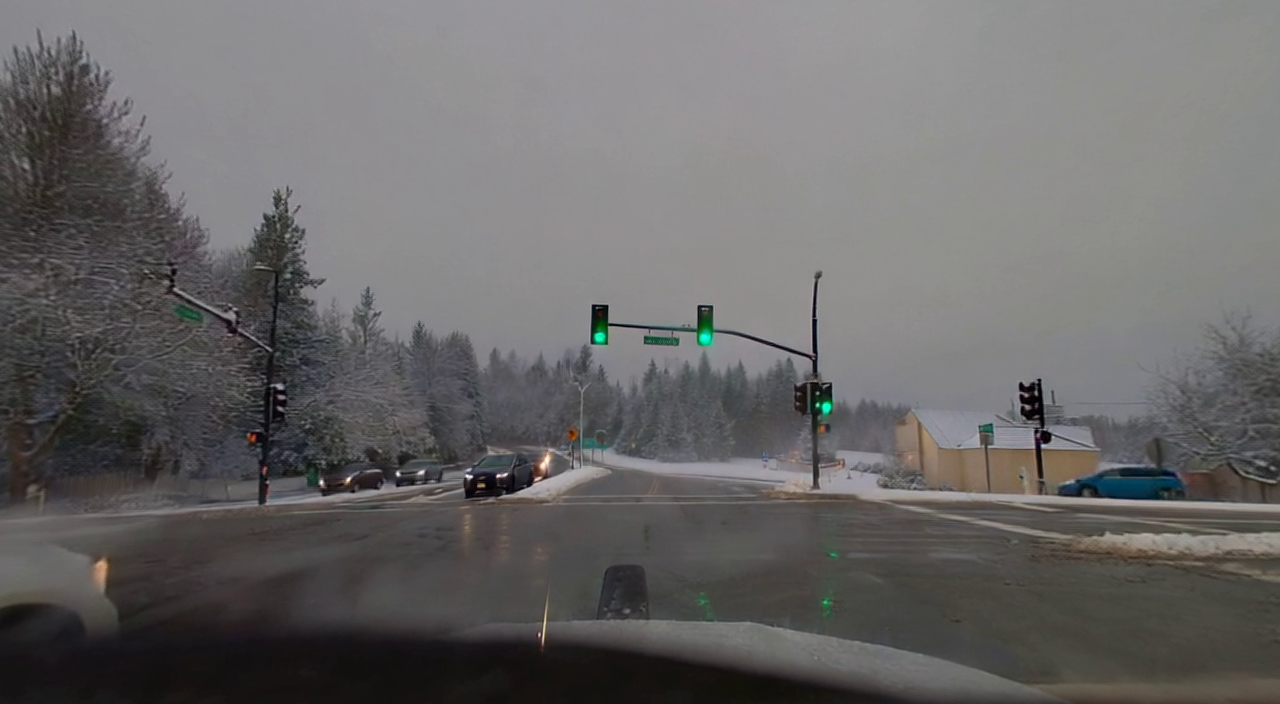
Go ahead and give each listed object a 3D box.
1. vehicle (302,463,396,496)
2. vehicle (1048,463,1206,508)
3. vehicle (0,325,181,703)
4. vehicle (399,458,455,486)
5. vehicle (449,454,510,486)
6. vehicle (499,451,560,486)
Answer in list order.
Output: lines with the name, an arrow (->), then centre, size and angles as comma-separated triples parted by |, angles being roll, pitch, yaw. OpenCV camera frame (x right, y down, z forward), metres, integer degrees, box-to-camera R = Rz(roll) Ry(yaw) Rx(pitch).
vehicle -> -18.340, 8.023, 40.018 | 2.050, 1.755, 5.135 | -5, -10, 28
vehicle -> 19.865, 5.442, 25.954 | 4.571, 1.621, 2.113 | -2, -9, 13
vehicle -> -3.475, 0.579, 0.846 | 2.242, 1.761, 4.505 | 0, -8, 1
vehicle -> -16.334, 9.218, 48.530 | 2.111, 1.925, 4.507 | -2, -9, 10
vehicle -> -8.049, 5.973, 32.092 | 1.960, 1.433, 4.213 | 0, -8, 1
vehicle -> -5.172, 5.532, 30.254 | 2.107, 1.456, 4.728 | 0, -8, 0
